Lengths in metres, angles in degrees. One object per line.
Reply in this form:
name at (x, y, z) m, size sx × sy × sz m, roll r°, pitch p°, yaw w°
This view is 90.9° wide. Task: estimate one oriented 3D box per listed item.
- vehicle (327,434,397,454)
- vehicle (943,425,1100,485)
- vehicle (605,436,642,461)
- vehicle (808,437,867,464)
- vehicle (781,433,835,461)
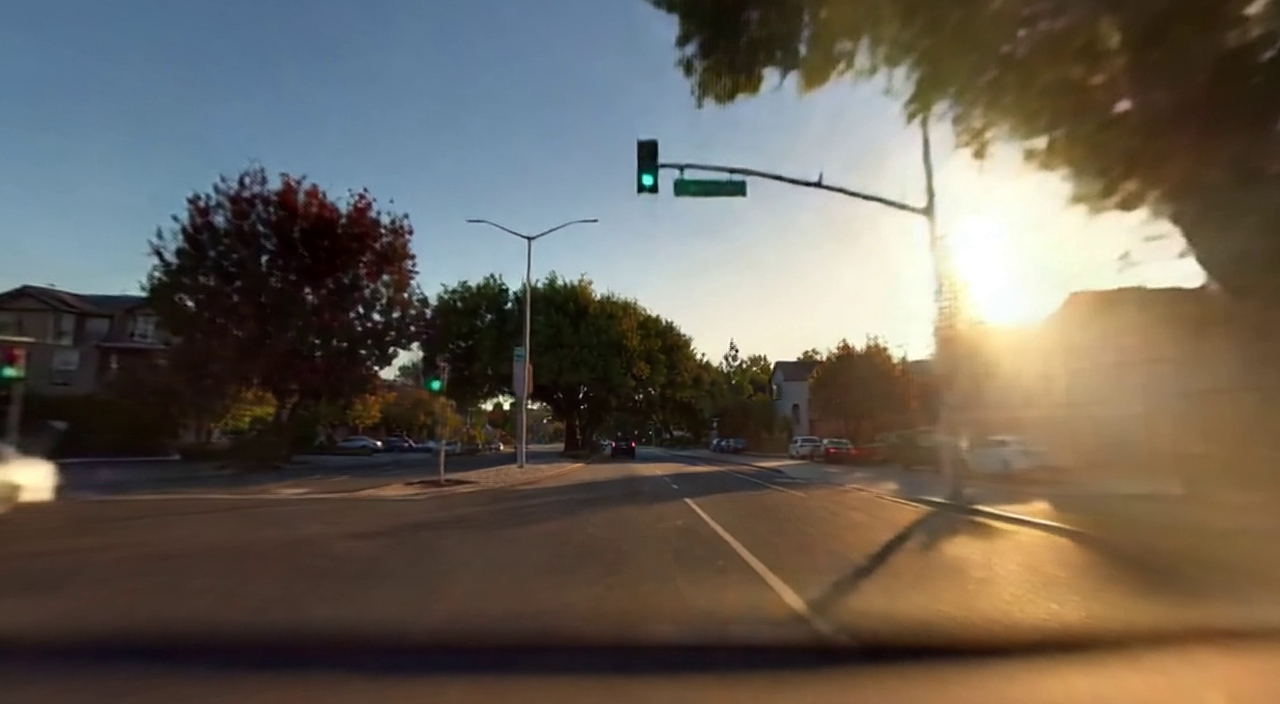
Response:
vehicle at (-21.768, 7.214, 49.450) m, size 4.547 × 1.484 × 1.914 m, roll 0°, pitch -8°, yaw 1°
vehicle at (11.722, 3.192, 19.851) m, size 2.018 × 1.665 × 4.576 m, roll 0°, pitch -8°, yaw -1°
vehicle at (-1.016, 5.906, 38.744) m, size 2.113 × 1.462 × 4.203 m, roll 0°, pitch -8°, yaw -2°
vehicle at (11.200, 5.617, 36.095) m, size 1.838 × 1.443 × 4.563 m, roll 0°, pitch -8°, yaw -1°
vehicle at (10.964, 6.237, 41.526) m, size 2.156 × 1.689 × 4.774 m, roll 0°, pitch -8°, yaw -1°
